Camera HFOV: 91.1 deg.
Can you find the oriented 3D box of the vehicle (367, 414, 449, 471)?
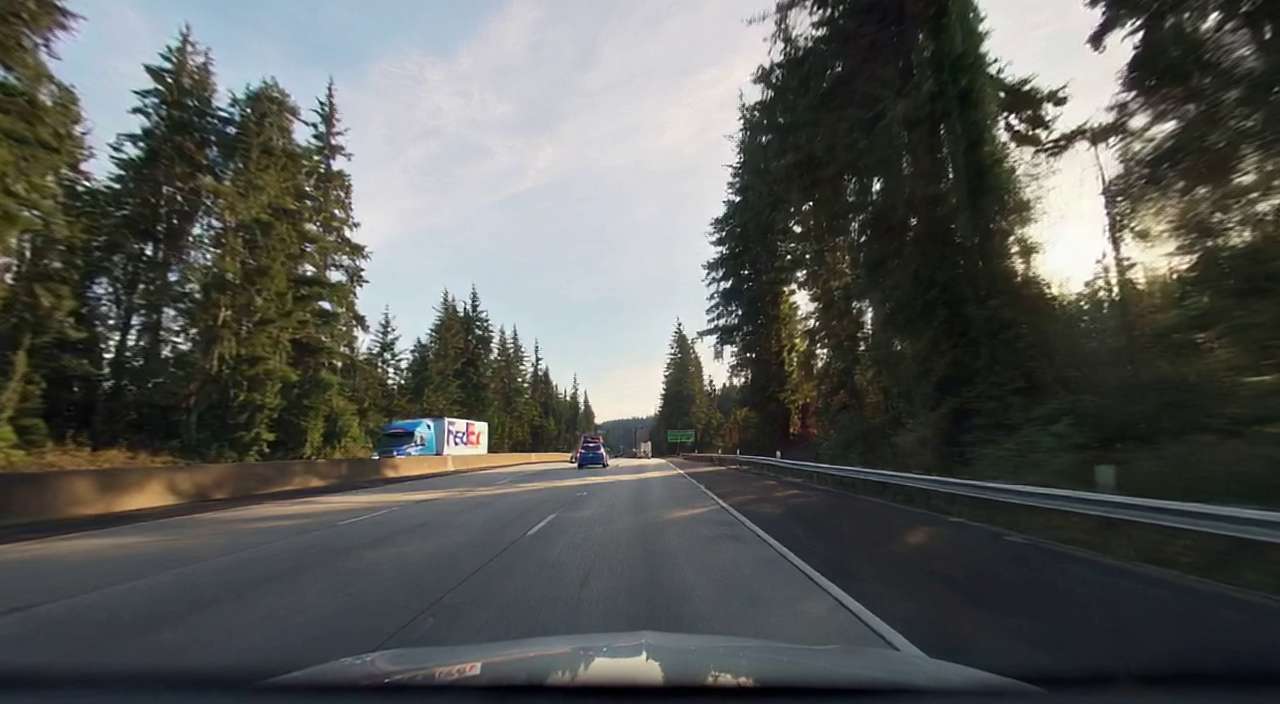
[{"bbox_3d":[-17.187,6.806,47.255,3.022,3.874,8.340,0,-8,0],"label":"vehicle"}]

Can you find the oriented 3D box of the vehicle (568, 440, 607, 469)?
[{"bbox_3d":[-3.403,6.731,41.390,2.084,1.752,4.479,0,-8,1],"label":"vehicle"}]
